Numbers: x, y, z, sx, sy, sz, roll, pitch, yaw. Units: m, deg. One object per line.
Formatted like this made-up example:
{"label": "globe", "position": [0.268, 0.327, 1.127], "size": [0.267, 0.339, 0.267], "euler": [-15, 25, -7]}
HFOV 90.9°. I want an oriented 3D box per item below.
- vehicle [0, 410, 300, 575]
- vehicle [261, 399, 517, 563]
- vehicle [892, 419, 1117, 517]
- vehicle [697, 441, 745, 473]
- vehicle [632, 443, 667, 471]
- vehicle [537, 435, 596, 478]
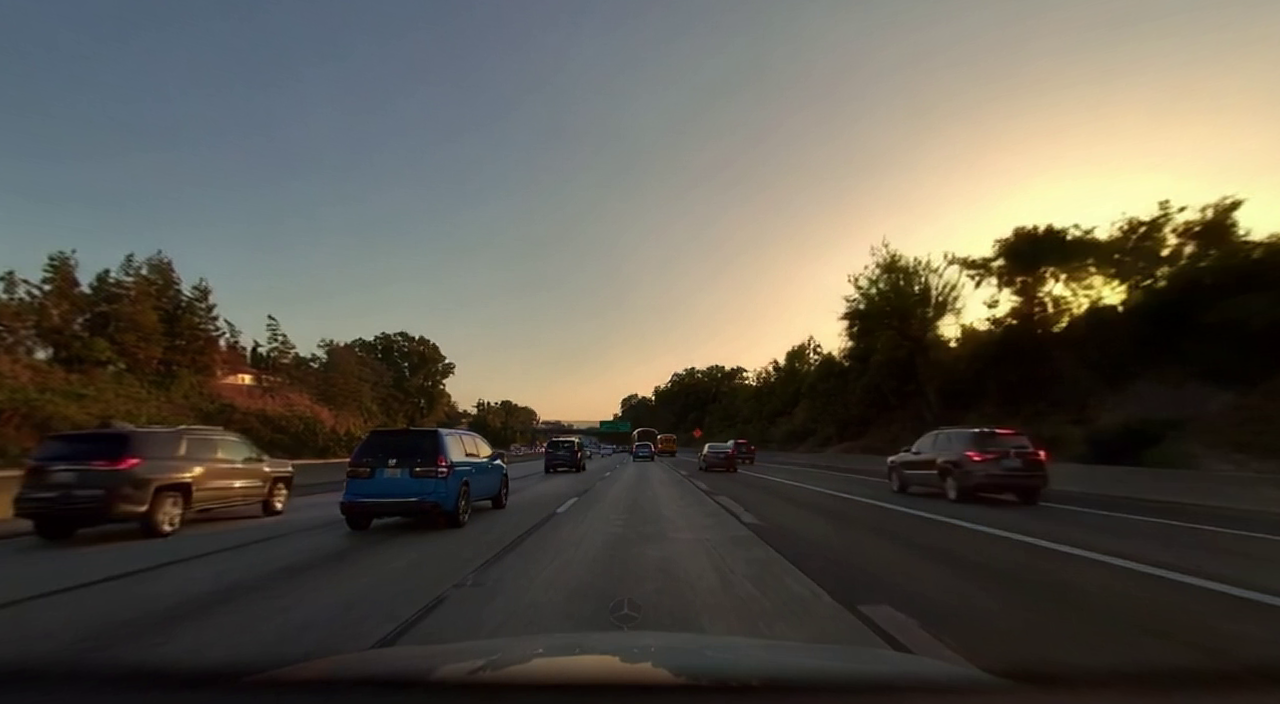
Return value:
{"label": "vehicle", "position": [-7.593, 1.938, 9.584], "size": [2.072, 1.852, 4.760], "euler": [-1, -8, 2]}
{"label": "vehicle", "position": [-3.386, 1.845, 9.699], "size": [2.016, 1.898, 4.458], "euler": [0, -8, 1]}
{"label": "vehicle", "position": [8.138, 2.647, 14.926], "size": [2.227, 1.895, 5.197], "euler": [0, -8, 0]}
{"label": "vehicle", "position": [4.438, 5.856, 35.377], "size": [2.050, 1.661, 4.636], "euler": [0, -8, -1]}
{"label": "vehicle", "position": [0.558, 6.342, 38.265], "size": [2.042, 1.632, 3.654], "euler": [0, -8, 1]}
{"label": "vehicle", "position": [-3.422, 4.966, 30.195], "size": [2.155, 1.843, 4.567], "euler": [0, -8, 1]}
